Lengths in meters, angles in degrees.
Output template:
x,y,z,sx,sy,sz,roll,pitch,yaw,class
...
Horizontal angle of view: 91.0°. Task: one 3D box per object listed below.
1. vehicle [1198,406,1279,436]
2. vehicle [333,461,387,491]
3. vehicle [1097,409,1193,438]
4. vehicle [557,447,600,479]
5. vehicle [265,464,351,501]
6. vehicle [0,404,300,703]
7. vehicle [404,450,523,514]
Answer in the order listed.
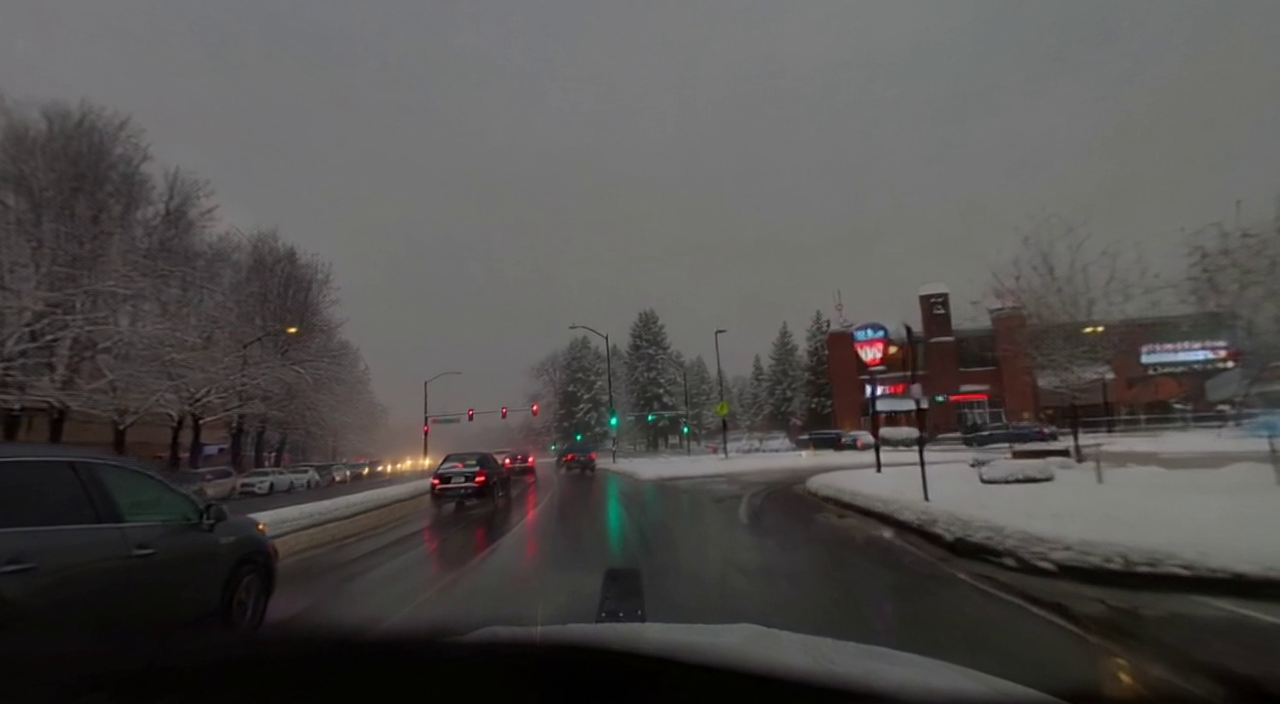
x,y,z,sx,sy,sz,roll,pitch,yaw,class
39.755,4.507,40.662,5.280,1.764,2.026,-9,-13,44,vehicle
-17.674,7.836,39.955,2.039,1.672,4.596,2,-9,-10,vehicle
33.586,4.731,41.928,2.110,1.696,4.653,12,-12,-42,vehicle
-3.614,6.329,36.271,2.144,1.704,4.028,2,-9,-9,vehicle
-15.923,6.245,30.512,1.972,1.514,4.689,2,-9,-5,vehicle
-4.207,1.147,3.484,2.085,1.663,4.513,1,-9,0,vehicle
-4.796,3.577,18.018,2.090,1.506,5.326,1,-9,-3,vehicle
